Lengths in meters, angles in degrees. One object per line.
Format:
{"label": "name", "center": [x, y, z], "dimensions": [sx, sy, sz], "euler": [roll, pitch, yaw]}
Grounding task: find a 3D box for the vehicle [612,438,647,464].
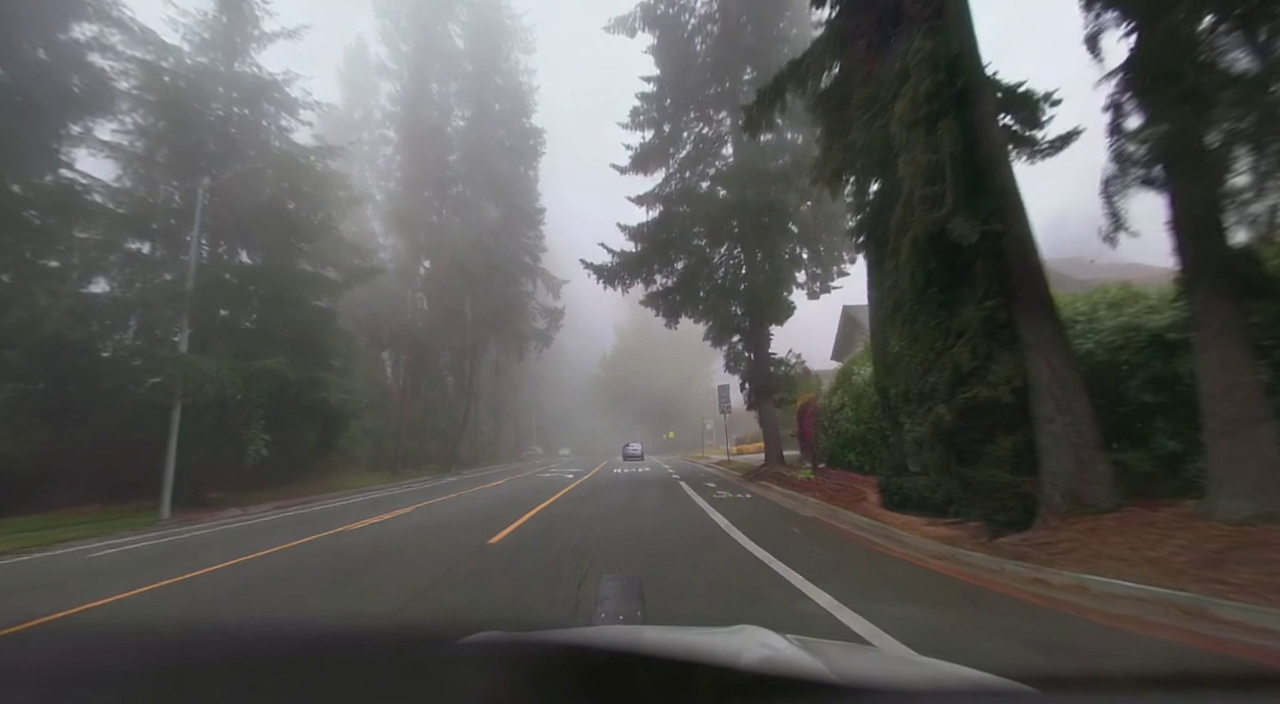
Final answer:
{"label": "vehicle", "center": [-0.686, 6.239, 39.927], "dimensions": [2.104, 1.500, 3.815], "euler": [0, -8, -1]}
